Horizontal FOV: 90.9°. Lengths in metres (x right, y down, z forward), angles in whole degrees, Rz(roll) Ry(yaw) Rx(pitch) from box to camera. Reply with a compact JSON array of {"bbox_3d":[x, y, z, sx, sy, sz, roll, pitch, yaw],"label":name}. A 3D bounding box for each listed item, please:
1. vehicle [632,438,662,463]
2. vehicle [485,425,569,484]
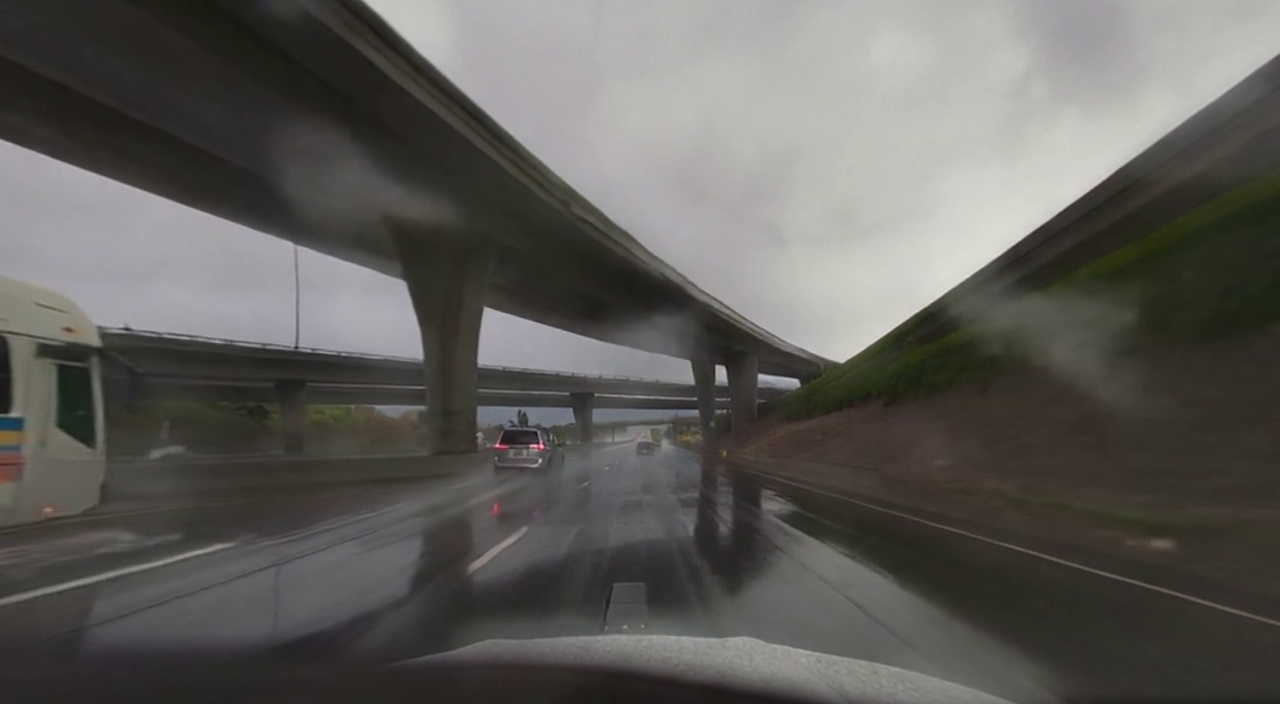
[{"bbox_3d":[0.469,7.106,45.398,2.052,1.711,4.223,0,-8,0],"label":"vehicle"},{"bbox_3d":[-4.047,3.784,23.494,2.147,1.918,4.834,0,-8,1],"label":"vehicle"}]
